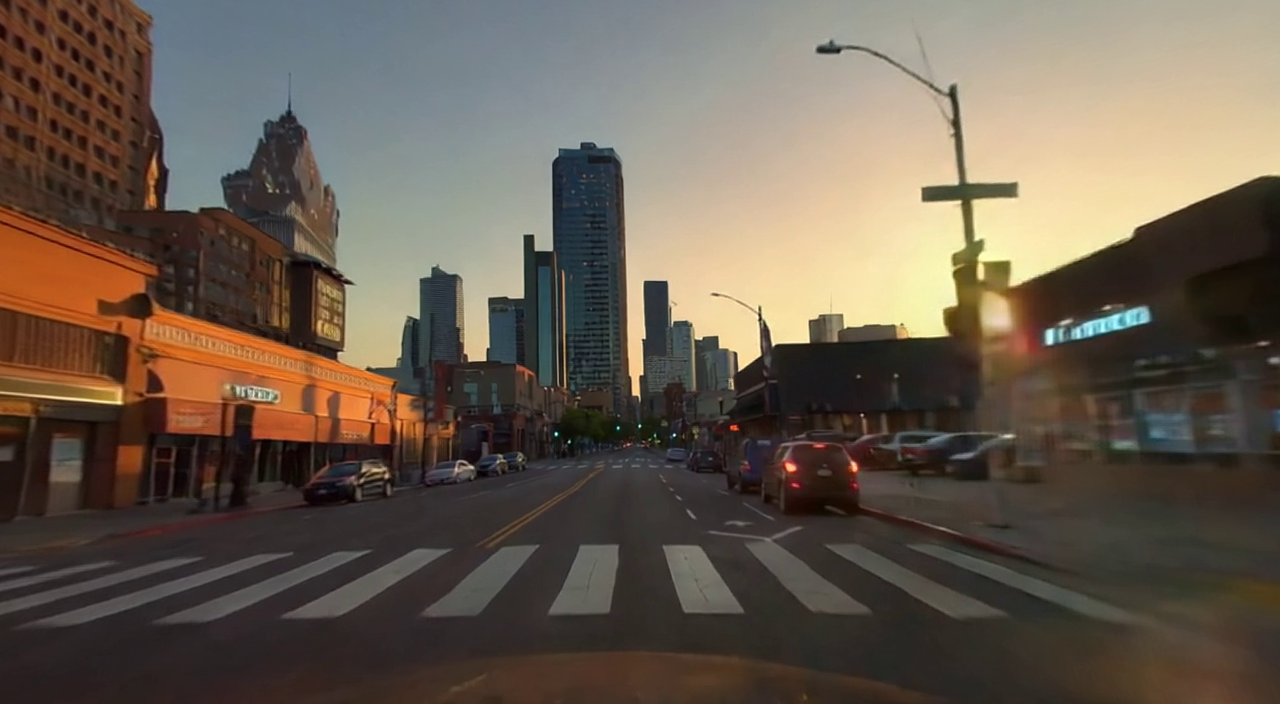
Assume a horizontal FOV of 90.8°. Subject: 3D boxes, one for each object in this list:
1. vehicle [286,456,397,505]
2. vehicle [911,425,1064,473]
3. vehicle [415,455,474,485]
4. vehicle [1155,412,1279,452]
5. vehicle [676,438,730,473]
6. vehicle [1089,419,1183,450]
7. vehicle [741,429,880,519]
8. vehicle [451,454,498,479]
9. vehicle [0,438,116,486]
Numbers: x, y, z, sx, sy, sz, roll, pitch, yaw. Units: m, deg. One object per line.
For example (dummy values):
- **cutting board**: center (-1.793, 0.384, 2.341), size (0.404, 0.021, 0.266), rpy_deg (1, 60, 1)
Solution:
- **vehicle**: center (-10.918, 4.695, 23.536), size (2.018, 1.553, 4.407), rpy_deg (0, -8, -1)
- **vehicle**: center (13.568, 3.822, 24.951), size (4.732, 1.746, 2.141), rpy_deg (-1, -8, 3)
- **vehicle**: center (-10.865, 6.581, 35.472), size (1.861, 1.473, 4.633), rpy_deg (0, -8, -1)
- **vehicle**: center (27.214, 3.750, 29.394), size (4.579, 1.735, 2.092), rpy_deg (0, -9, 0)
- **vehicle**: center (3.624, 6.097, 37.541), size (2.492, 1.909, 5.830), rpy_deg (0, -8, -1)
- **vehicle**: center (27.048, 4.473, 34.489), size (3.666, 1.448, 1.639), rpy_deg (-3, -5, 1)
- **vehicle**: center (3.848, 2.837, 15.352), size (2.118, 1.779, 5.121), rpy_deg (-1, -8, 2)
- **vehicle**: center (-10.782, 7.476, 41.488), size (1.803, 1.489, 4.404), rpy_deg (0, -8, 1)
- **vehicle**: center (-22.440, 4.120, 23.977), size (1.778, 1.639, 4.019), rpy_deg (0, -8, -3)
